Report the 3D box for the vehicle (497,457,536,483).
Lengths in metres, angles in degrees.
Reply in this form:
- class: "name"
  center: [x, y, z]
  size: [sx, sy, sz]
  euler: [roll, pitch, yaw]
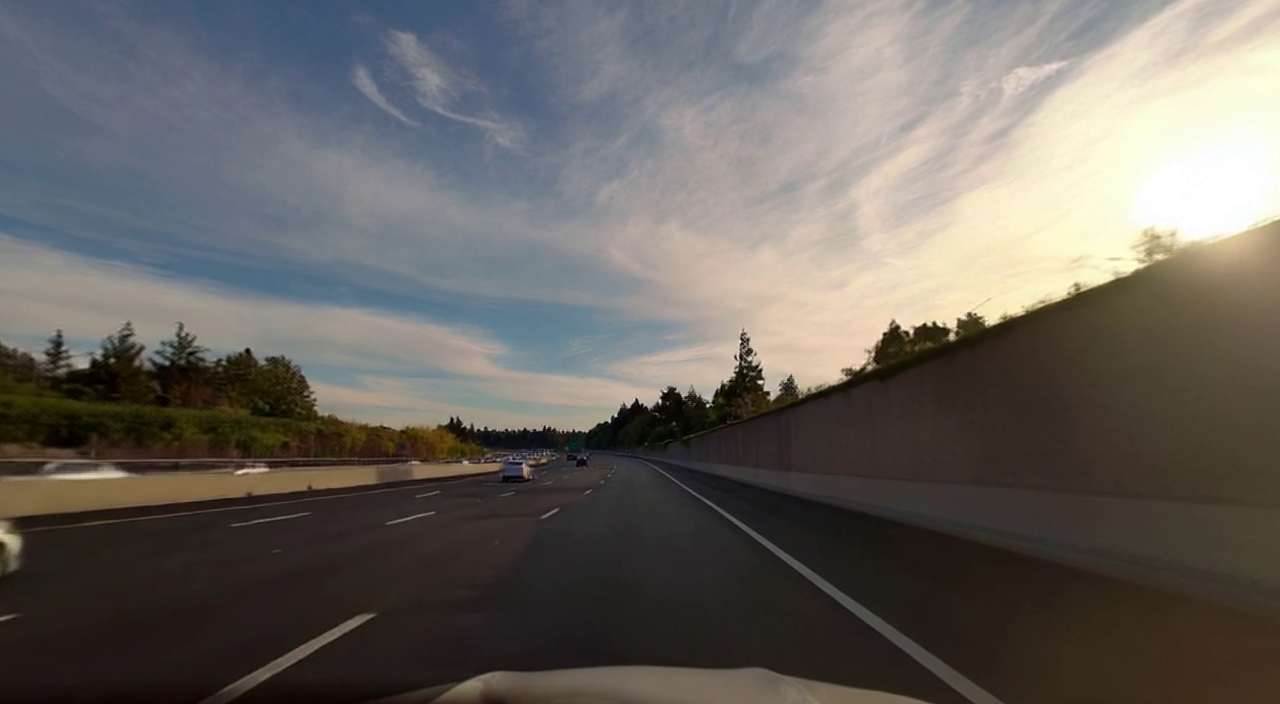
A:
- class: "vehicle"
  center: [-7.853, 7.519, 40.347]
  size: [1.742, 1.494, 3.795]
  euler: [0, -9, 0]
